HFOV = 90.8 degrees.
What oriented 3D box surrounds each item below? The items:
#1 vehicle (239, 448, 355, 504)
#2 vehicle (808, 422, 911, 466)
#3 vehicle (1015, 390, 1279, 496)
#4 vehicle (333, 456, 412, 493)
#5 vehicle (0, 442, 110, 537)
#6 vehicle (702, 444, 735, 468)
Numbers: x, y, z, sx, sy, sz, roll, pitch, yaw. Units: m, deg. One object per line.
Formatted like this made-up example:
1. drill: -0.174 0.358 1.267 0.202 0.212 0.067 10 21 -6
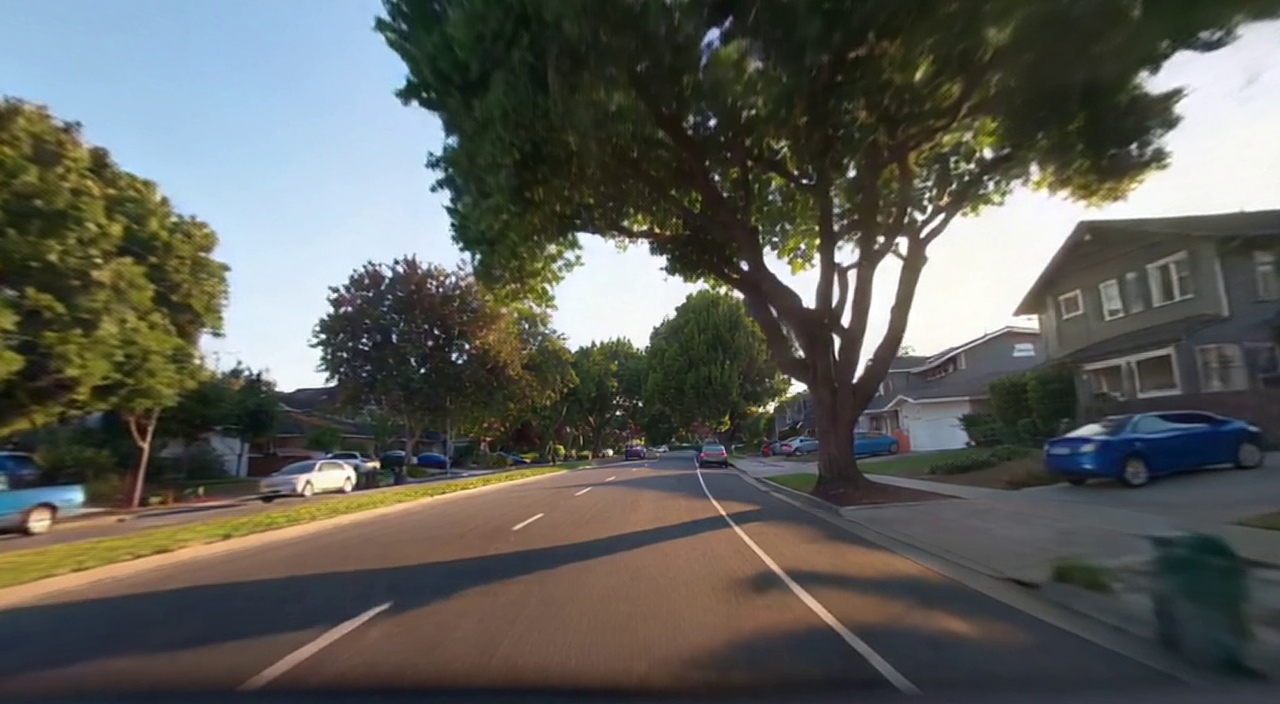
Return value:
1. vehicle: -13.780 4.966 25.720 2.009 1.789 4.449 -8 -9 4
2. vehicle: 11.259 4.757 32.641 4.463 1.765 1.960 -5 -8 -2
3. vehicle: 10.629 1.861 13.048 4.383 1.602 1.920 -6 -8 0
4. vehicle: -13.171 6.018 31.390 1.695 1.423 4.371 -8 -9 4
5. vehicle: -14.247 2.881 12.682 2.114 1.931 5.936 -6 -8 1
6. vehicle: 5.158 6.836 41.835 2.016 1.477 4.207 -1 -8 5
